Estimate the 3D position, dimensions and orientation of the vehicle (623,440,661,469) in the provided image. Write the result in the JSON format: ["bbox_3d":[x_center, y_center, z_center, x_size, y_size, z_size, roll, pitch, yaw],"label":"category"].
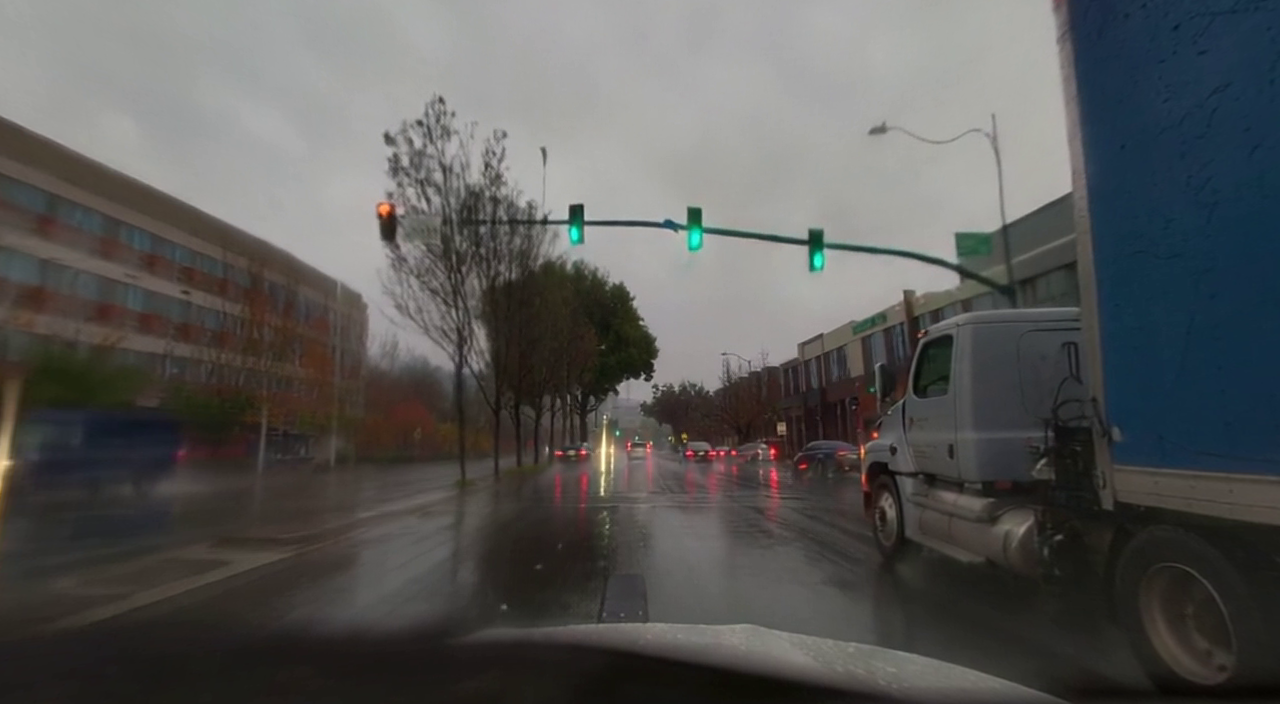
[{"bbox_3d":[0.112,6.381,39.585,2.276,1.704,3.925,0,-8,0],"label":"vehicle"}]

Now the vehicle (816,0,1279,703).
[{"bbox_3d":[3.865,-0.042,3.924,3.006,3.679,8.506,0,-8,0],"label":"vehicle"}]

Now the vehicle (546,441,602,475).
[{"bbox_3d":[-3.158,5.212,31.190,2.211,1.537,4.666,0,-8,1],"label":"vehicle"}]

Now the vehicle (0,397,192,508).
[{"bbox_3d":[-18.087,3.136,19.941,2.473,2.894,7.075,0,-8,0],"label":"vehicle"}]

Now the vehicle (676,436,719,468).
[{"bbox_3d":[3.553,6.284,39.739,2.196,1.908,4.412,0,-8,-1],"label":"vehicle"}]

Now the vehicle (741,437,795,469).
[{"bbox_3d":[7.687,6.144,38.464,2.174,1.793,5.061,0,-8,-1],"label":"vehicle"}]
